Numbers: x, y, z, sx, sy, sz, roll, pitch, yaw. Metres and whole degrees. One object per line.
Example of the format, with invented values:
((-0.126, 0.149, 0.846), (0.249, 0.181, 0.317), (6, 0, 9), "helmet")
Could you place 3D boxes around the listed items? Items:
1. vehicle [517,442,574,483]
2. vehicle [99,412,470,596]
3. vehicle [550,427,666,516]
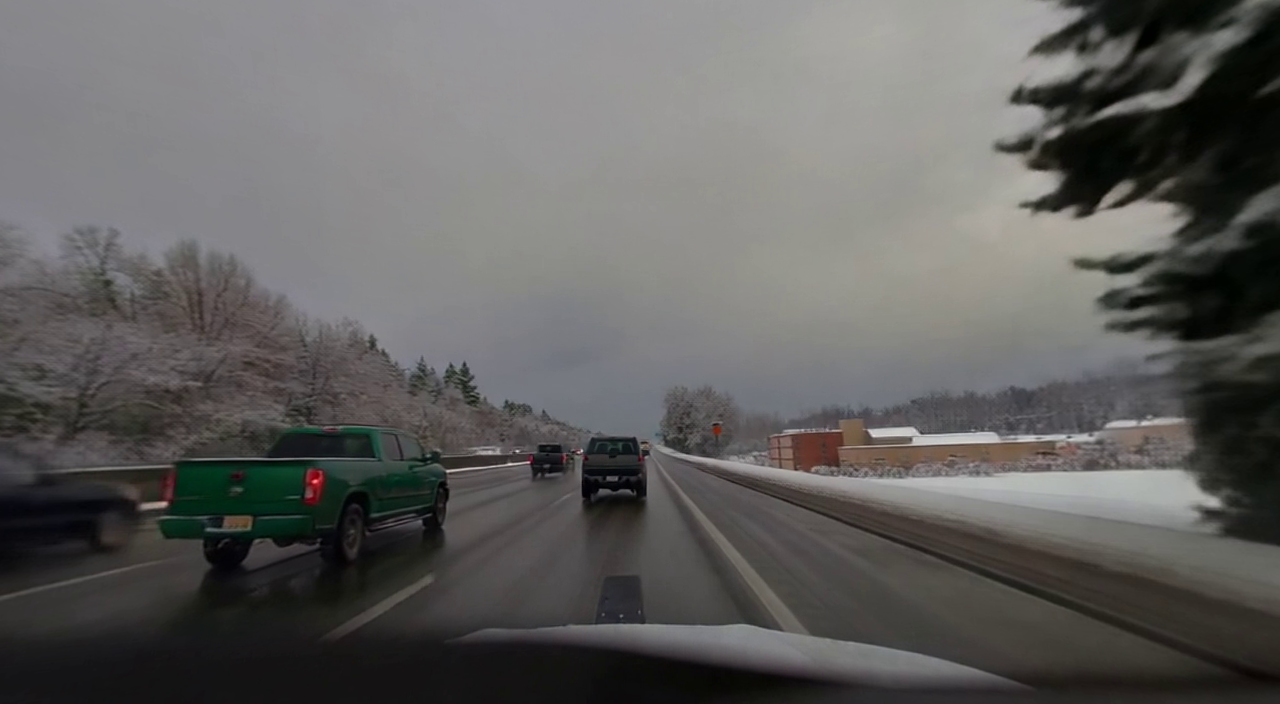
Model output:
((-4.403, 5.221, 30.137), (1.991, 1.776, 4.333), (0, -8, 1), "vehicle")
((-4.030, 1.803, 8.560), (2.038, 1.704, 5.181), (0, -8, -1), "vehicle")
((-0.597, 2.702, 14.795), (2.293, 1.753, 4.380), (0, -8, 1), "vehicle")
